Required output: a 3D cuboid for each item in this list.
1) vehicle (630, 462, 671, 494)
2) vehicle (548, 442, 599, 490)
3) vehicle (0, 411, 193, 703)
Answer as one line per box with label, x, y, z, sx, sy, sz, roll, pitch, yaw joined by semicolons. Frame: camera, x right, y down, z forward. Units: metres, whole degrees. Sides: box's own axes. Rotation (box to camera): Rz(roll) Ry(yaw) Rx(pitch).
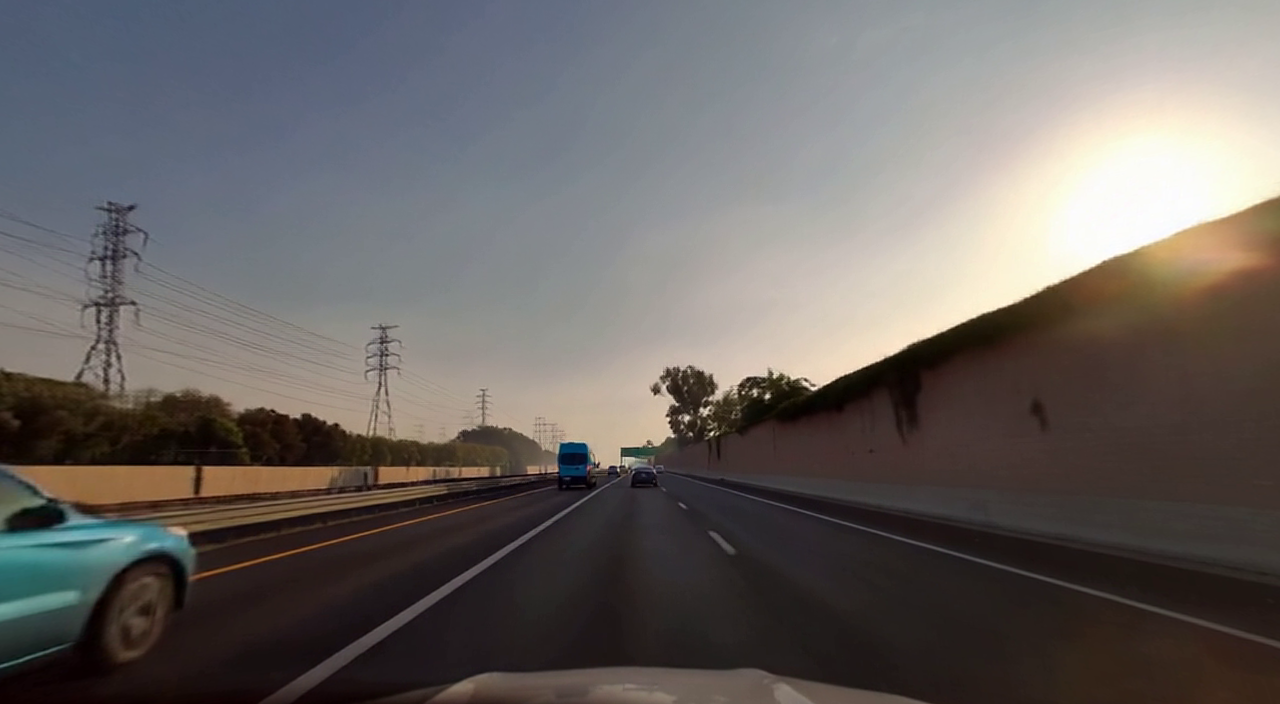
vehicle;0.521;6.587;33.028;2.006;1.554;3.863;1;-11;0
vehicle;-3.909;7.008;38.612;2.394;2.609;6.875;1;-11;0
vehicle;-4.343;0.902;2.302;2.023;1.541;4.543;1;-11;0
